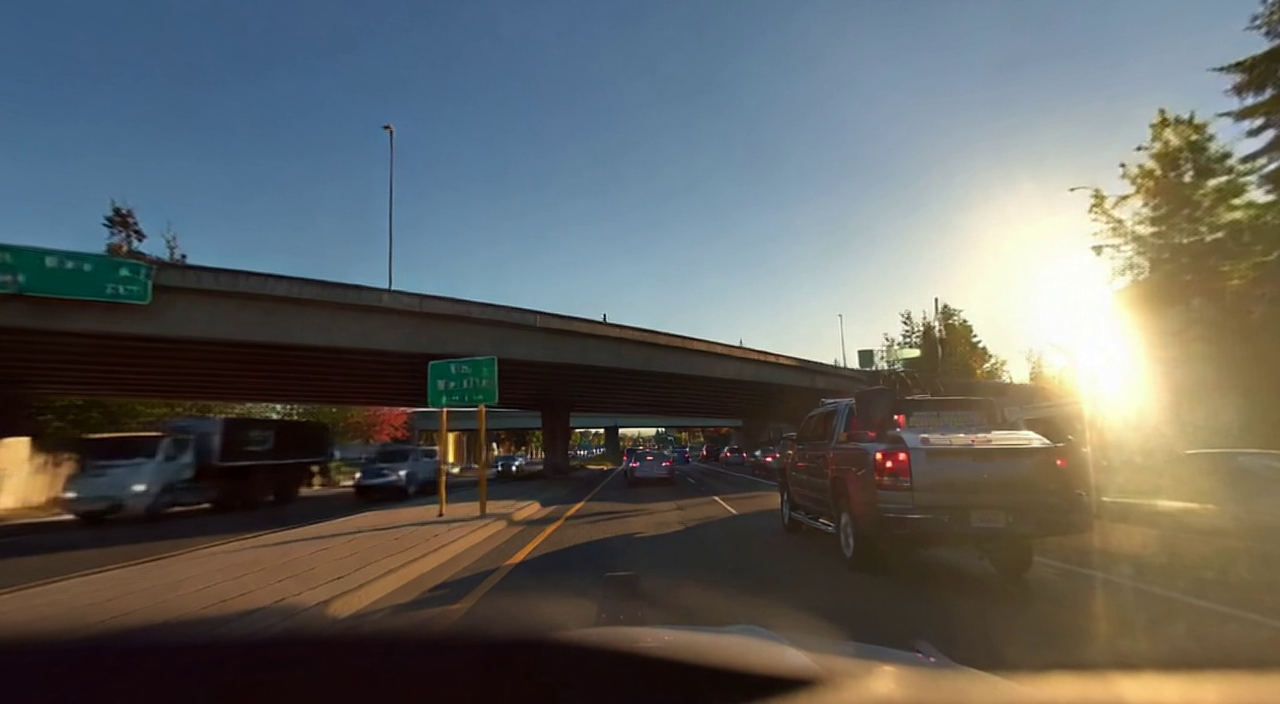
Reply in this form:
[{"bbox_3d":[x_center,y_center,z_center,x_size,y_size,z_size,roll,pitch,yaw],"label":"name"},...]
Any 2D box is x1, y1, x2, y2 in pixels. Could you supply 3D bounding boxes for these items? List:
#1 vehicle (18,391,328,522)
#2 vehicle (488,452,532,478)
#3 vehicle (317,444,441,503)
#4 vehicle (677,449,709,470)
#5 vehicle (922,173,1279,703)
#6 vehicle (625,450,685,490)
[{"bbox_3d":[-15.830,3.725,23.250,3.206,3.617,10.684,-1,-8,0],"label":"vehicle"},{"bbox_3d":[-8.251,7.184,40.408,1.858,1.494,4.034,0,-9,1],"label":"vehicle"},{"bbox_3d":[-8.627,4.016,21.454,2.165,1.764,4.671,0,-9,0],"label":"vehicle"},{"bbox_3d":[3.767,7.741,45.634,1.962,1.431,4.205,0,-9,0],"label":"vehicle"},{"bbox_3d":[3.449,0.592,2.254,2.588,2.321,4.927,0,-9,0],"label":"vehicle"},{"bbox_3d":[0.511,4.312,23.384,2.027,1.341,3.775,0,-9,0],"label":"vehicle"}]
